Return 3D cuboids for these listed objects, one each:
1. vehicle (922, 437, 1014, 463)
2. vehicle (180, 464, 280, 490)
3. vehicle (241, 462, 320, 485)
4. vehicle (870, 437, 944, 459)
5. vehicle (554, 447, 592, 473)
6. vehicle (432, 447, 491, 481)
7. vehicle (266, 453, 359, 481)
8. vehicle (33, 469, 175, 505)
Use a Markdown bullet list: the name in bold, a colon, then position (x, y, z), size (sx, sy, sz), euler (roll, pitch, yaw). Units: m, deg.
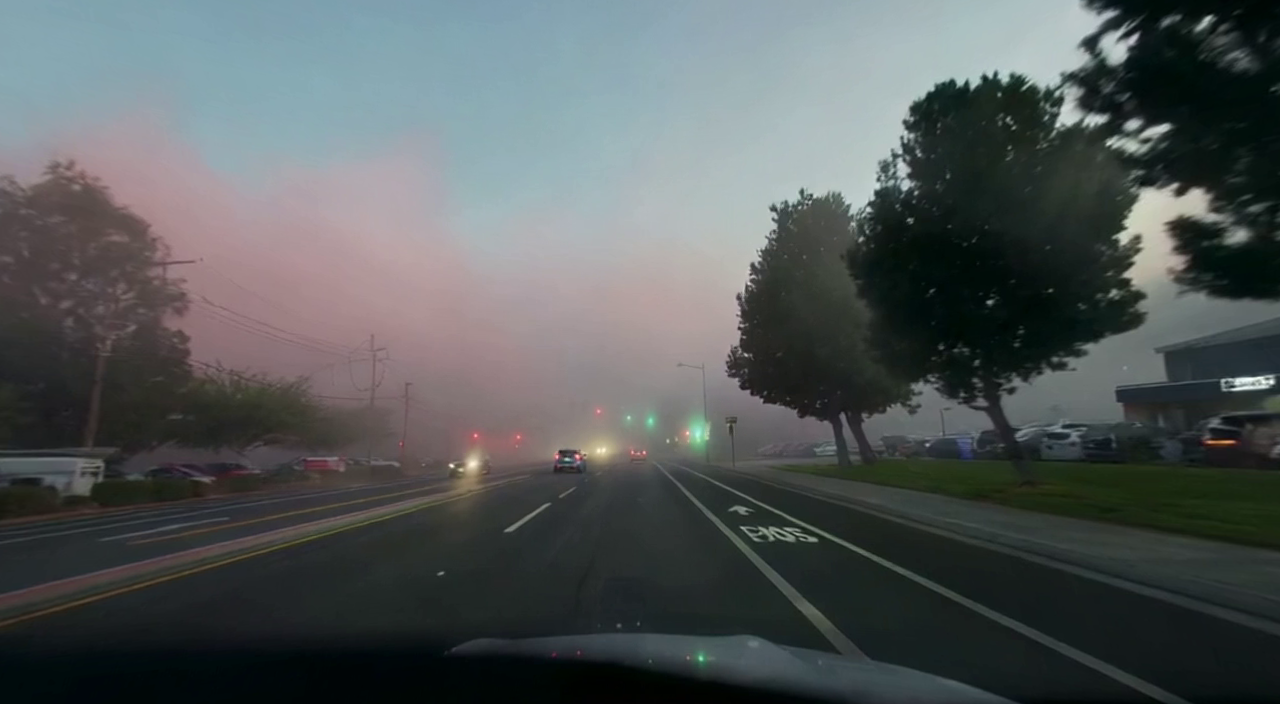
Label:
- **vehicle**: position (19.750, 5.903, 38.161), size (4.505, 1.481, 1.870), euler (0, -9, 0)
- **vehicle**: position (-25.299, 7.702, 39.071), size (4.756, 1.501, 2.023), euler (0, -9, 1)
- **vehicle**: position (-25.015, 8.467, 44.066), size (4.217, 1.466, 1.999), euler (0, -9, 0)
- **vehicle**: position (19.136, 6.905, 45.384), size (4.481, 1.482, 1.814), euler (0, -9, -2)
- **vehicle**: position (-3.933, 6.360, 37.507), size (1.928, 1.451, 4.219), euler (0, -9, -2)
- **vehicle**: position (-9.855, 6.171, 35.231), size (1.971, 1.744, 4.399), euler (-1, -9, 1)
- **vehicle**: position (-25.052, 8.809, 48.514), size (5.763, 1.982, 2.425), euler (-1, -9, 1)
- **vehicle**: position (-24.726, 6.235, 29.279), size (4.718, 1.458, 2.054), euler (0, -9, 0)
